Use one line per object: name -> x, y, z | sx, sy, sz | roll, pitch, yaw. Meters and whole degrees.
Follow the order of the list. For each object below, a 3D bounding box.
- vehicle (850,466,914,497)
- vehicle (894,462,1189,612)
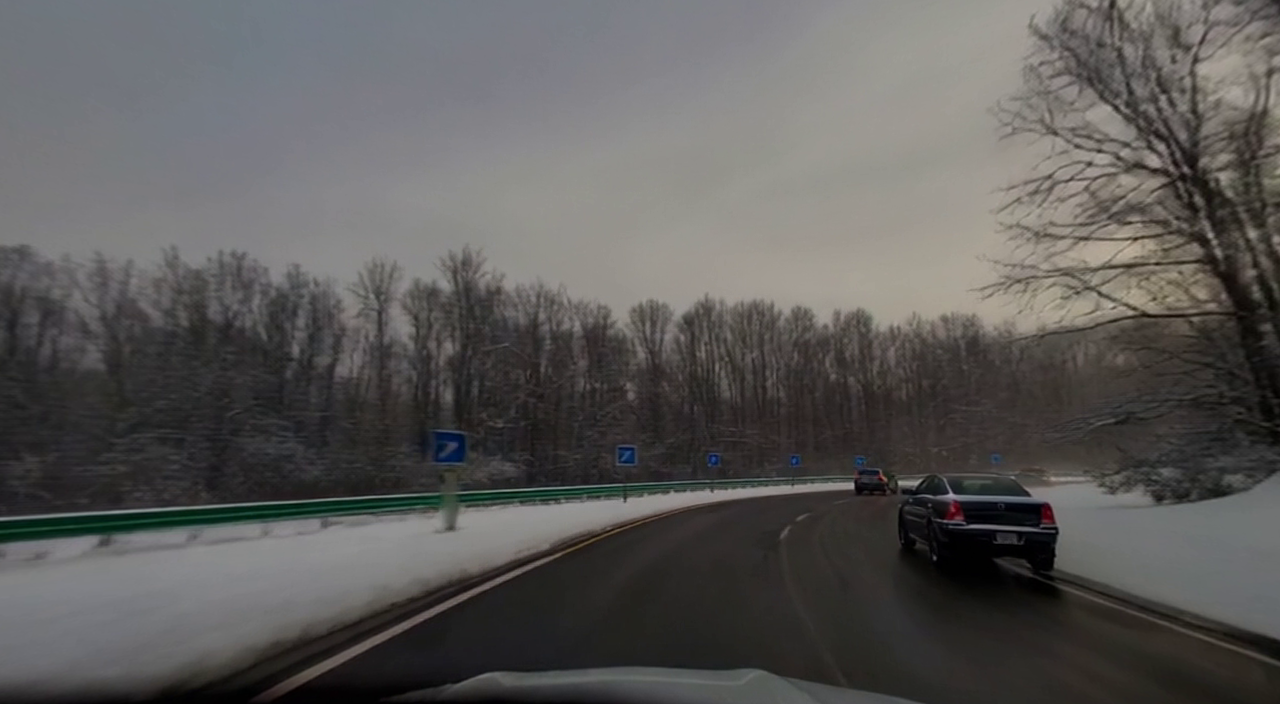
vehicle -> 12.954, 6.879, 33.649 | 1.992, 1.503, 3.793 | -8, -14, 39
vehicle -> 5.325, 2.446, 9.188 | 2.023, 1.593, 4.105 | -1, -11, 8
